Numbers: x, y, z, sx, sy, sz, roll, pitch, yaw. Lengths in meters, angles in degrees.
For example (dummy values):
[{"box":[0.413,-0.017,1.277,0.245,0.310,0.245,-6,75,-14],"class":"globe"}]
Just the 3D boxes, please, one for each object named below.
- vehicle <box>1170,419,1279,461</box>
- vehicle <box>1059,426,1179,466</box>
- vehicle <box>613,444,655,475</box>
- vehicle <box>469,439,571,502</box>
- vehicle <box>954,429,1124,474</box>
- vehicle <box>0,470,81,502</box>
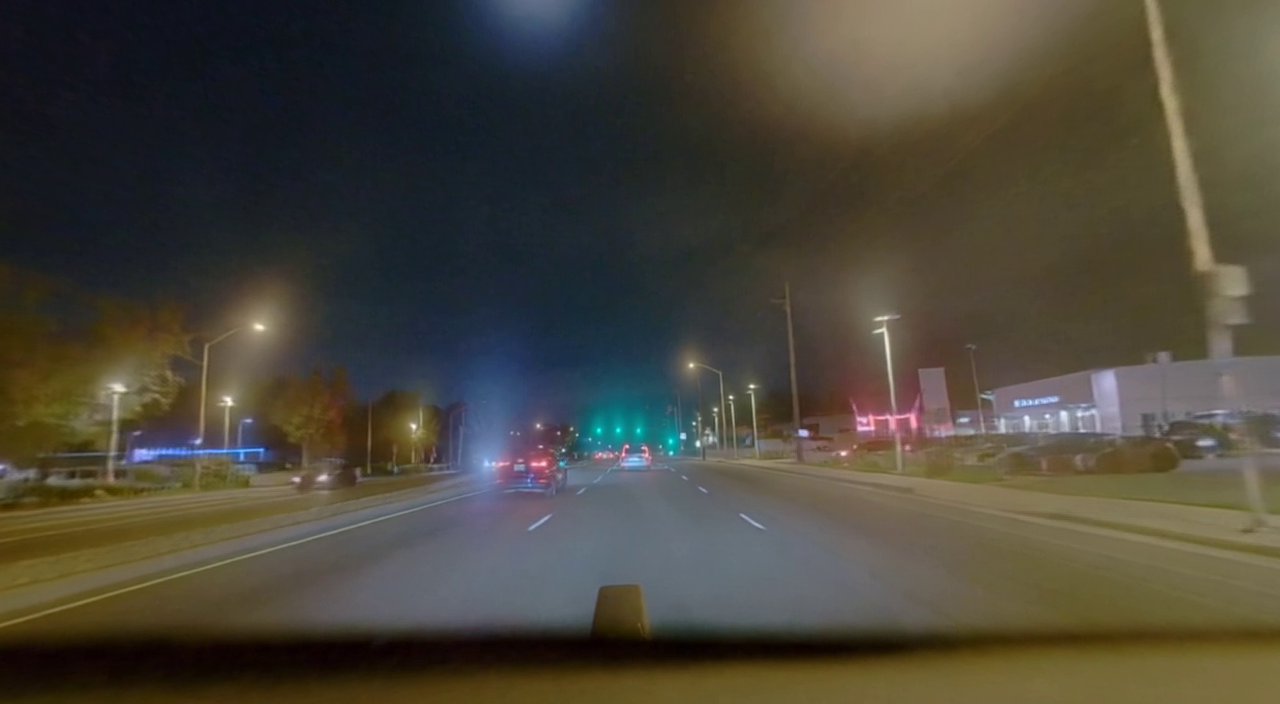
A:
[{"box":[25.032,3.610,25.831,4.514,1.606,2.128,0,-9,1],"class":"vehicle"},{"box":[19.278,3.828,25.607,1.813,1.503,3.864,0,-9,0],"class":"vehicle"},{"box":[-0.306,5.402,31.953,2.019,1.459,4.005,0,-9,-1],"class":"vehicle"},{"box":[-3.161,3.206,17.499,1.939,1.496,4.309,0,-9,0],"class":"vehicle"},{"box":[14.069,3.525,22.446,4.630,1.497,2.016,0,-9,1],"class":"vehicle"},{"box":[-30.667,6.522,30.802,4.570,1.428,2.098,0,-9,0],"class":"vehicle"}]
